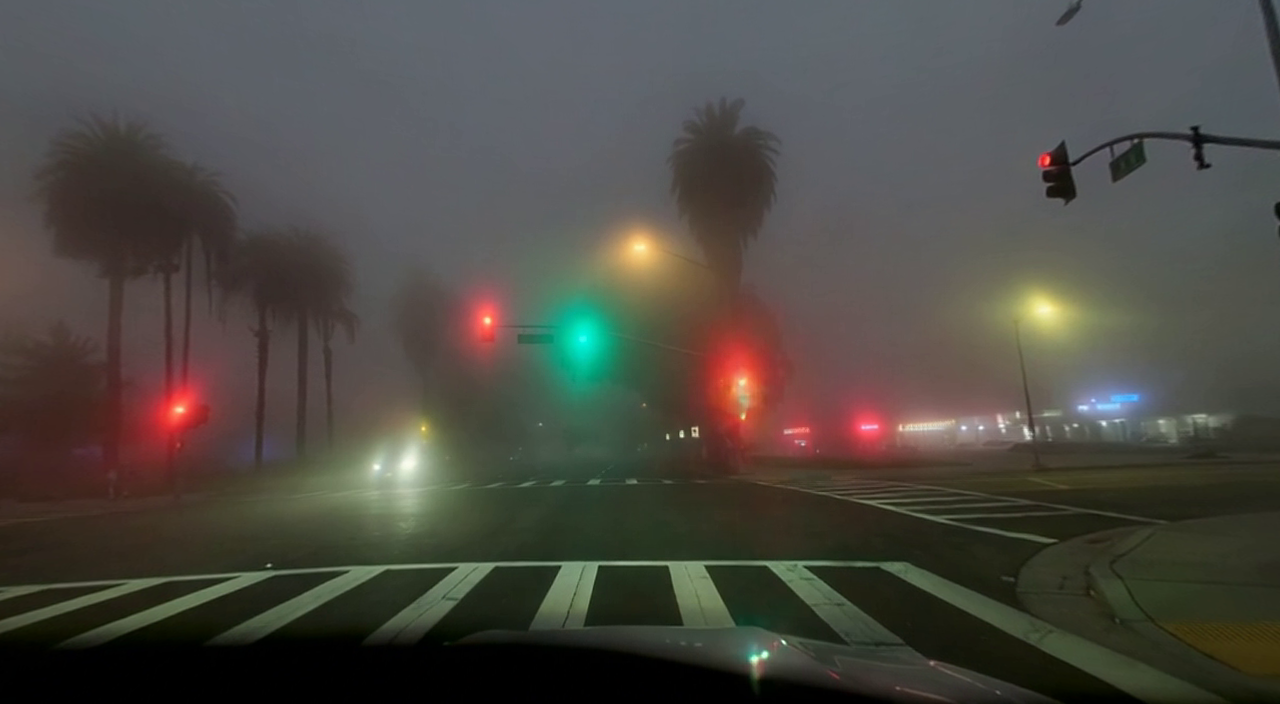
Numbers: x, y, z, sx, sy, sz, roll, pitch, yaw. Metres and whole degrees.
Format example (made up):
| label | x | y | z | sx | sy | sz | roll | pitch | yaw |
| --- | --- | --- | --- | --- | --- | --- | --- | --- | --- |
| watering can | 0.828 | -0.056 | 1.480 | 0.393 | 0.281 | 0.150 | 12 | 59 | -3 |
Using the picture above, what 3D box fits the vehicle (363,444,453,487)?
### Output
| label | x | y | z | sx | sy | sz | roll | pitch | yaw |
| --- | --- | --- | --- | --- | --- | --- | --- | --- | --- |
| vehicle | -10.740 | 5.263 | 29.597 | 2.270 | 1.833 | 4.860 | 0 | -9 | 1 |
